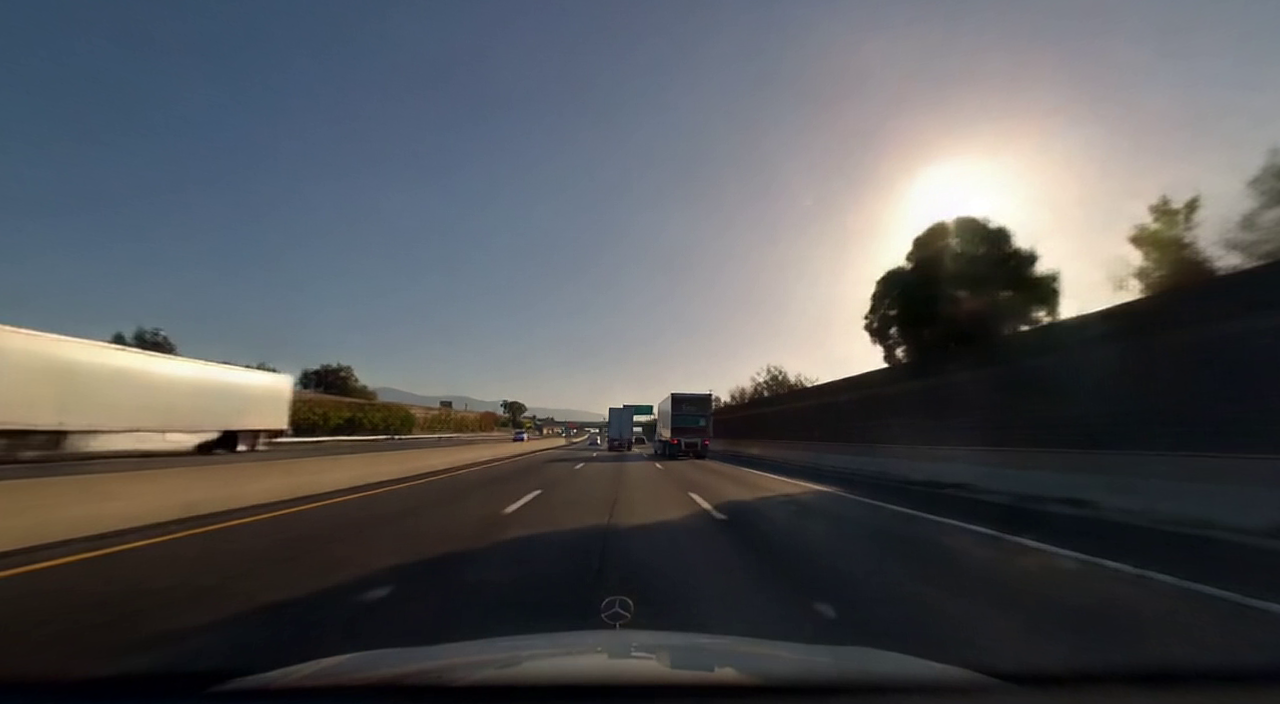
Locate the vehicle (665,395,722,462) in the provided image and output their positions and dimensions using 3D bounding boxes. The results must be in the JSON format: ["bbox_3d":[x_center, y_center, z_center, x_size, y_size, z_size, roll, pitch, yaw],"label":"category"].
[{"bbox_3d":[3.379,5.145,42.037,2.873,3.998,8.286,0,-8,-1],"label":"vehicle"}]

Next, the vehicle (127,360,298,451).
[{"bbox_3d":[-20.789,2.866,31.483,2.835,3.939,8.023,0,-8,0],"label":"vehicle"}]

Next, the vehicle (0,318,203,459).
[{"bbox_3d":[-20.665,1.537,22.003,2.958,4.181,10.954,0,-8,-1],"label":"vehicle"}]
